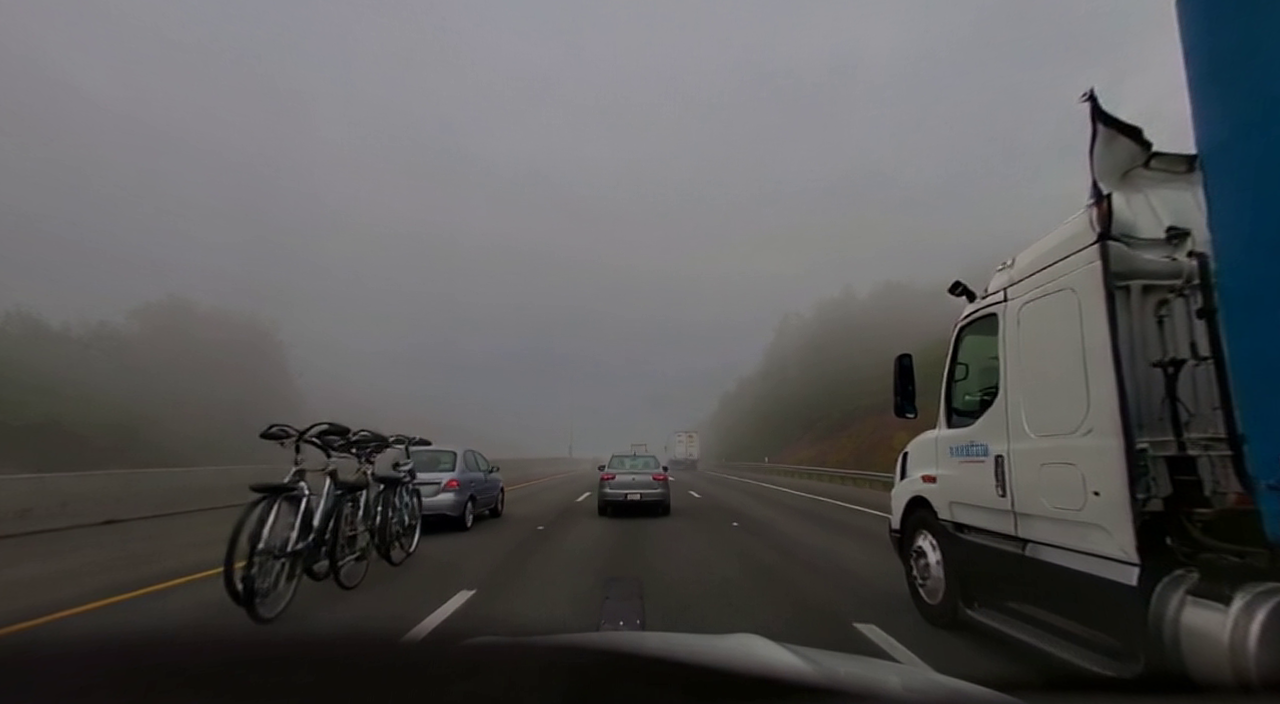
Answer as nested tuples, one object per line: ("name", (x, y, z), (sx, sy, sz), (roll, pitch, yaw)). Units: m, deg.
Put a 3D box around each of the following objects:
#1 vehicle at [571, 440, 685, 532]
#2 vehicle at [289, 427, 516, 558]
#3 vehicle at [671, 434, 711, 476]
("vehicle", (-0.237, 2.613, 12.748), (1.973, 1.574, 3.426), (0, -9, -1))
("vehicle", (-3.541, 2.191, 10.550), (1.985, 1.671, 4.604), (0, -9, 0))
("vehicle", (3.440, 7.149, 43.859), (2.234, 2.679, 5.372), (0, -9, -1))
